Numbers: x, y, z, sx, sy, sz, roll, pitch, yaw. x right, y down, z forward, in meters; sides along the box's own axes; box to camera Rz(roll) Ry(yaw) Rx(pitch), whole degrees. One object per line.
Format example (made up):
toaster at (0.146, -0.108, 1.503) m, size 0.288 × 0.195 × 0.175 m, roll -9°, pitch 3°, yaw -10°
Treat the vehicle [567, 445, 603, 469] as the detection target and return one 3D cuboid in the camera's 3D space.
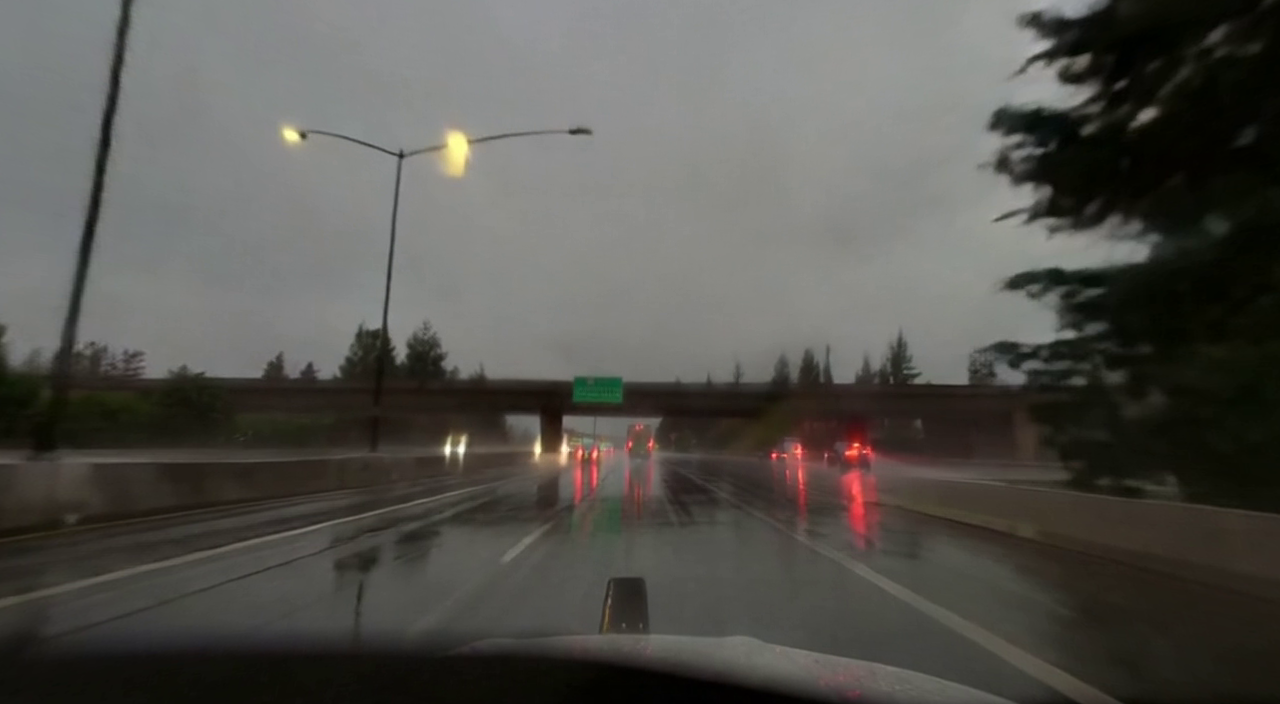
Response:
vehicle at (-3.755, 7.290, 43.728) m, size 2.070 × 1.564 × 4.145 m, roll 0°, pitch -9°, yaw 0°
